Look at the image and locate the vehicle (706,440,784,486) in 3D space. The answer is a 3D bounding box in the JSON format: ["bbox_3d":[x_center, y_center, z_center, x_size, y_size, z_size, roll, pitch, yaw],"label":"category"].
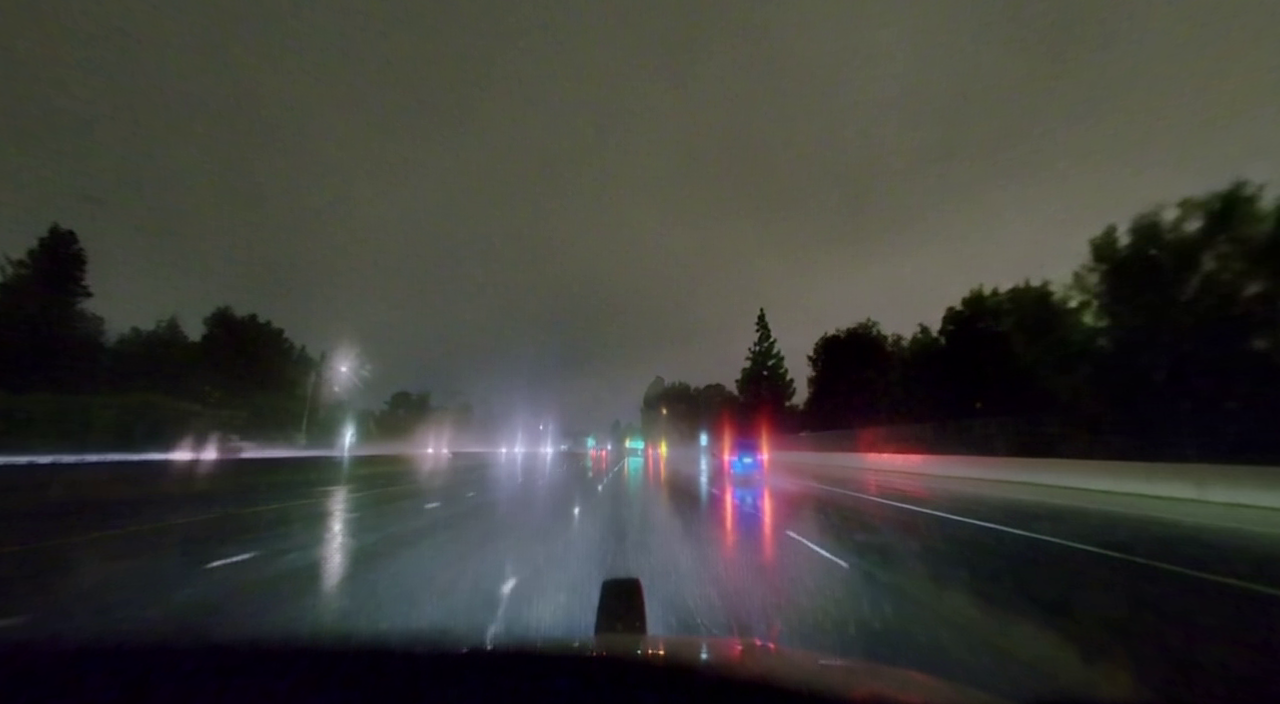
[{"bbox_3d":[3.710,4.032,23.112,2.033,1.501,4.398,0,-9,-1],"label":"vehicle"}]
